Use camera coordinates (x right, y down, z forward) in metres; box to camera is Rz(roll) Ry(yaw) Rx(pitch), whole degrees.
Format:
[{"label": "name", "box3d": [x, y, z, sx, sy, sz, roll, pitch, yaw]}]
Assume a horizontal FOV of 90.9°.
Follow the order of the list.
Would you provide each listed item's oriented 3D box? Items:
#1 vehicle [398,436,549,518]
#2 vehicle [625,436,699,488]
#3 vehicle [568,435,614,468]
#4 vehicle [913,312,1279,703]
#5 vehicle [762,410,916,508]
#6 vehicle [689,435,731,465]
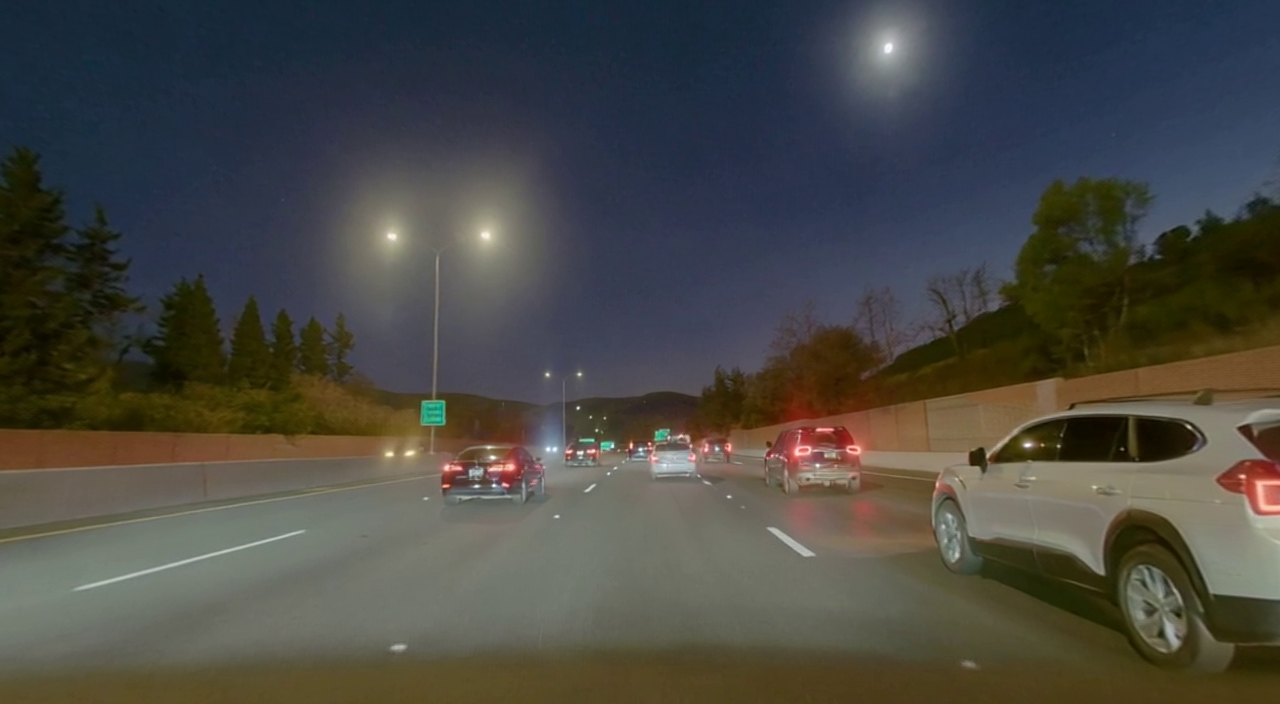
[{"label": "vehicle", "box3d": [-3.293, 2.558, 13.509, 1.961, 1.456, 4.362, 0, -8, 1]}, {"label": "vehicle", "box3d": [0.620, 3.452, 20.127, 2.105, 1.471, 3.978, 0, -8, 0]}, {"label": "vehicle", "box3d": [-2.784, 5.761, 36.836, 2.154, 1.793, 4.736, 0, -8, 2]}, {"label": "vehicle", "box3d": [3.759, 0.961, 4.187, 1.930, 1.831, 4.344, 0, -8, 0]}, {"label": "vehicle", "box3d": [4.289, 2.400, 14.484, 1.970, 1.872, 4.575, 0, -8, -1]}, {"label": "vehicle", "box3d": [3.817, 5.440, 35.144, 1.855, 1.513, 3.915, 0, -8, 0]}]
